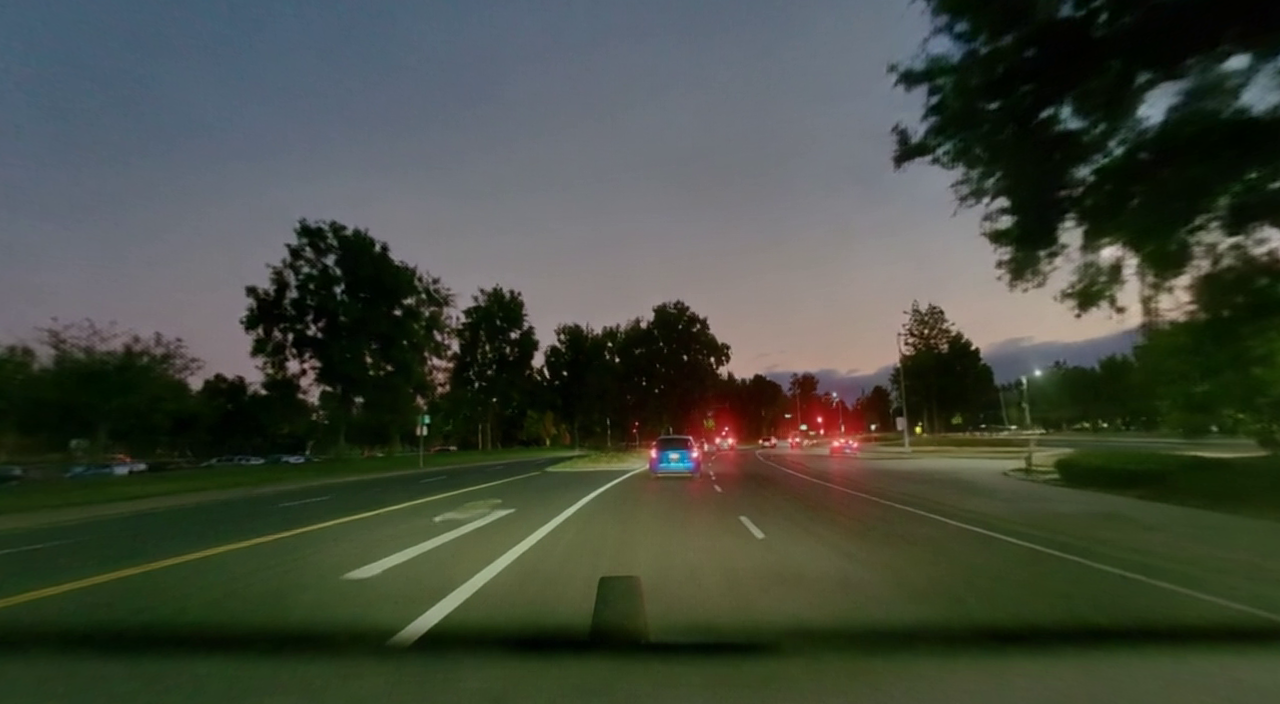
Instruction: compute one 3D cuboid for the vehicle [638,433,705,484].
[{"bbox_3d":[1.084,3.489,20.910,2.010,1.535,3.735,-1,-8,5],"label":"vehicle"}]
